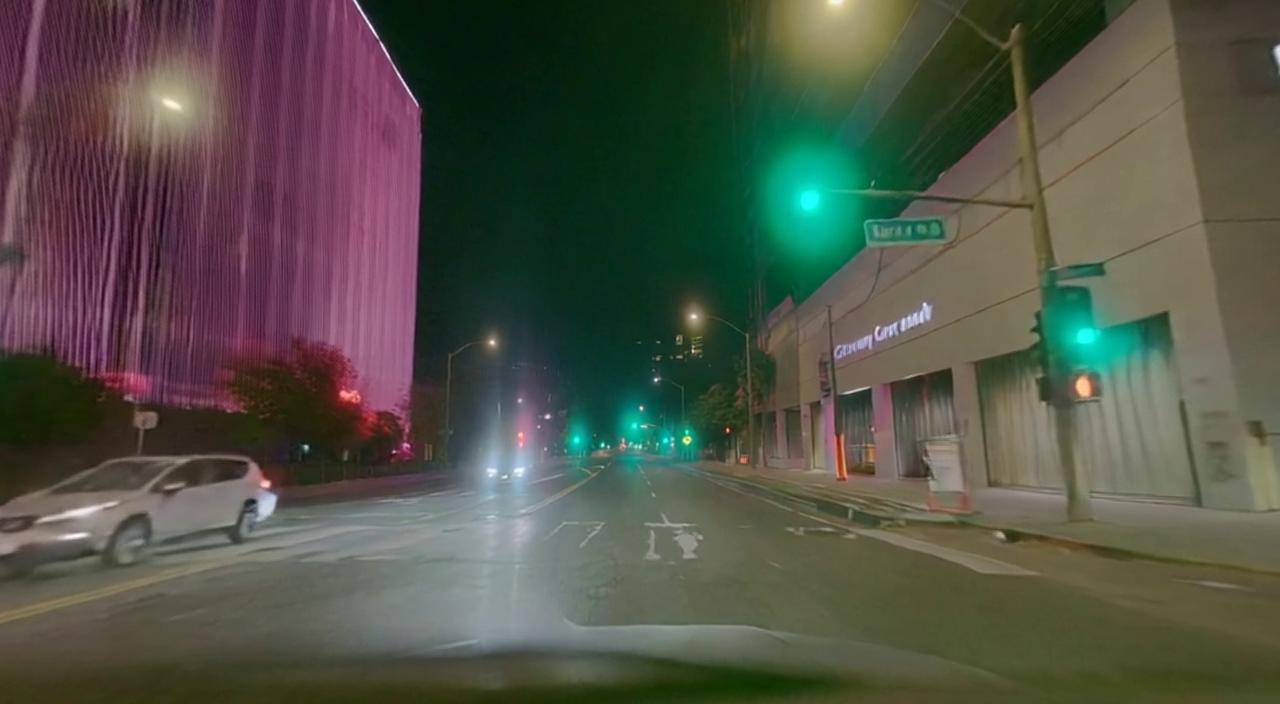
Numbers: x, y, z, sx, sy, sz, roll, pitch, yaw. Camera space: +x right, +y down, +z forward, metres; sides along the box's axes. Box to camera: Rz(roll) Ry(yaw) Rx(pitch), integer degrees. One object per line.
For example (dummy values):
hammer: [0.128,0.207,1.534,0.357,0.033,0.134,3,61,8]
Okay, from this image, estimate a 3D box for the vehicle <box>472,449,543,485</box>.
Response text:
vehicle: [-6.261,5.474,30.490,2.037,1.563,4.754,-1,-8,4]

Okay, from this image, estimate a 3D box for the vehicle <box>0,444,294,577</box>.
vehicle: [-7.260,2.159,9.425,1.897,1.537,3.770,-1,-8,3]
